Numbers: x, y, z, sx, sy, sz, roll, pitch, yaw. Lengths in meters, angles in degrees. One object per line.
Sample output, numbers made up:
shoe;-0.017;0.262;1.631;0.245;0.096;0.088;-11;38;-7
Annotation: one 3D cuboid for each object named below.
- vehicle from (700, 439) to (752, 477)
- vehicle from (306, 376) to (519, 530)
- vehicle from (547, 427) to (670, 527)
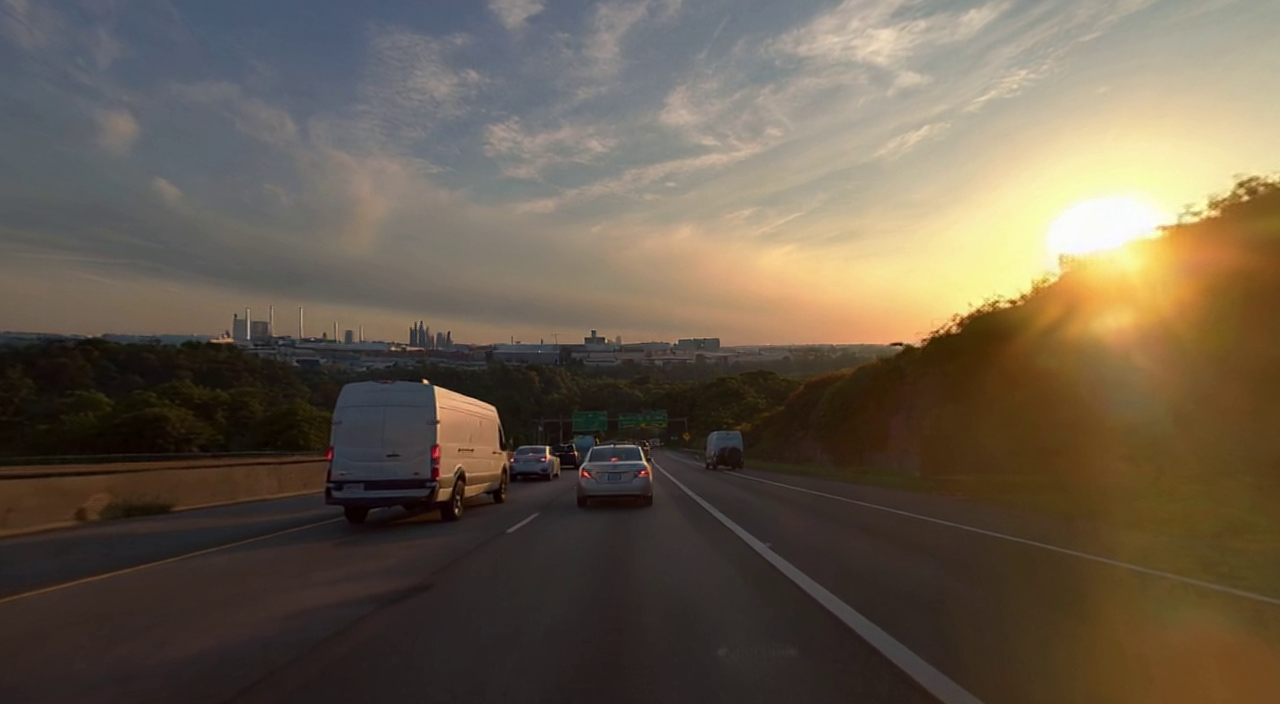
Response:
vehicle;4.262;5.319;31.769;2.003;1.754;4.134;0;-9;0
vehicle;-4.575;2.261;14.339;2.248;2.626;6.837;0;-9;0
vehicle;-0.533;2.439;12.745;2.093;1.695;3.782;0;-9;0
